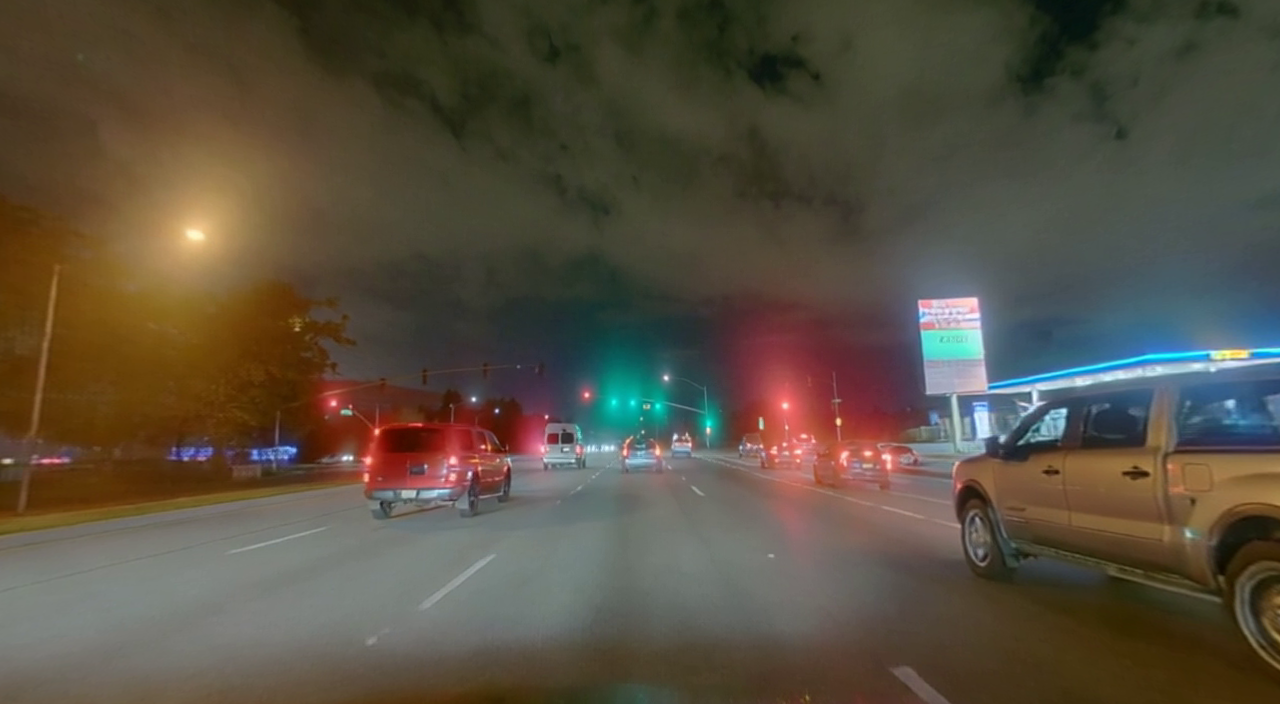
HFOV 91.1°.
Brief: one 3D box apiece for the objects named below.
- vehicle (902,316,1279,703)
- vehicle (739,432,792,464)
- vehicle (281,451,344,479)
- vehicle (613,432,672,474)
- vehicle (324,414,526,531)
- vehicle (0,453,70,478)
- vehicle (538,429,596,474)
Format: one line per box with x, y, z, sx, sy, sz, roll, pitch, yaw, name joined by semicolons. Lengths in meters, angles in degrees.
3.738;0.937;3.971;2.055;1.786;4.817;0;-8;0;vehicle
7.137;5.501;36.208;2.119;1.696;4.623;0;-8;0;vehicle
-20.714;7.152;39.970;2.324;1.551;4.965;2;-8;-13;vehicle
0.083;4.571;28.771;2.426;1.703;5.602;0;-8;0;vehicle
-3.697;2.174;12.037;2.002;1.747;5.173;0;-8;0;vehicle
-46.668;8.550;47.496;4.918;1.754;2.120;0;-8;0;vehicle
-3.314;4.631;29.524;2.025;1.936;4.995;0;-8;1;vehicle
